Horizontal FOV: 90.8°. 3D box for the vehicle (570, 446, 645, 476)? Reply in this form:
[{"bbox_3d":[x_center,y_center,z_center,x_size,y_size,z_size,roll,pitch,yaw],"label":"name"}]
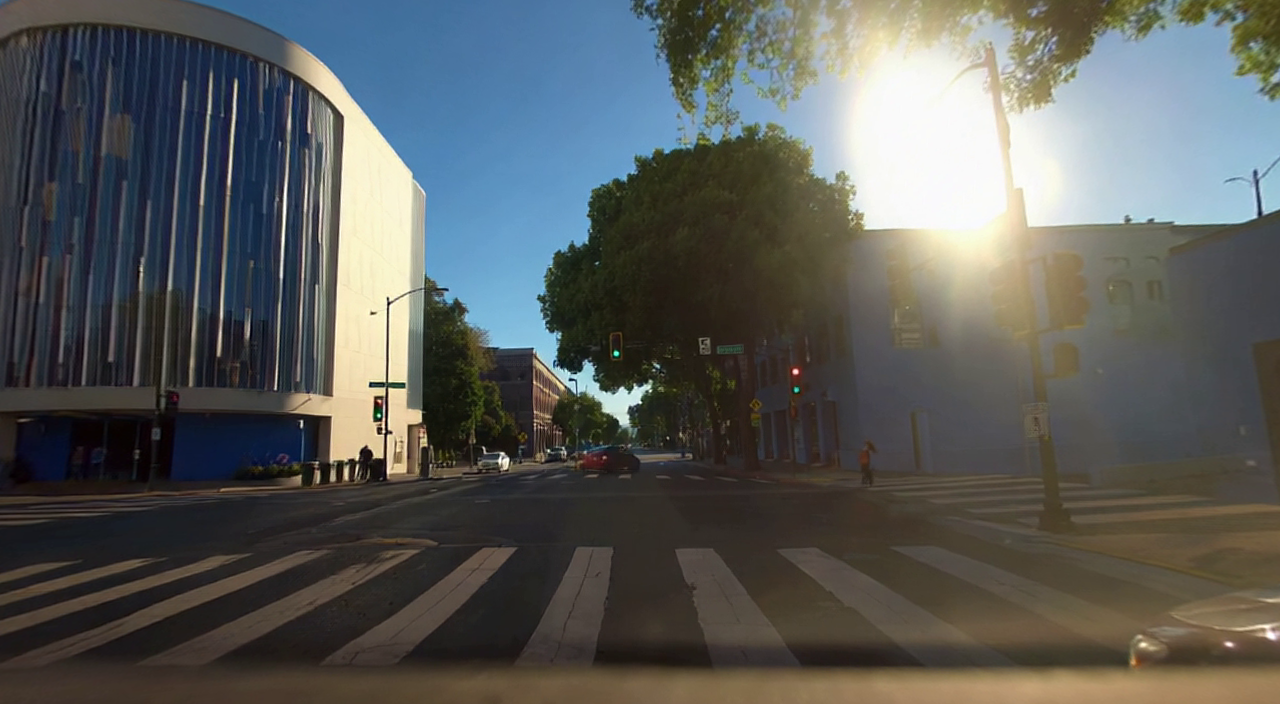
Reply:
[{"bbox_3d":[-1.642,5.855,34.269,2.088,1.452,4.833,-4,-9,24],"label":"vehicle"}]
